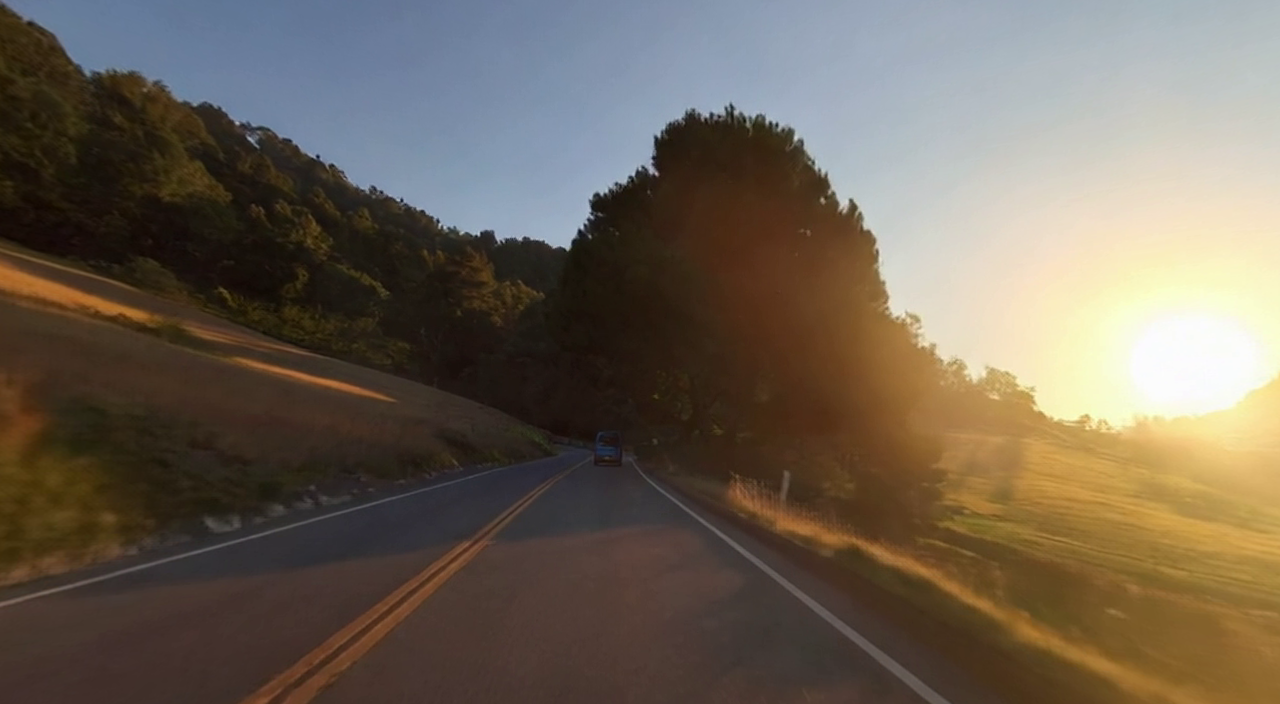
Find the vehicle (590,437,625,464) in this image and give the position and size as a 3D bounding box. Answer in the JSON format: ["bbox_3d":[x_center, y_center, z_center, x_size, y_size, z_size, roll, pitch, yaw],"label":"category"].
[{"bbox_3d":[-2.506,7.442,47.876,2.439,1.912,5.605,1,-9,-4],"label":"vehicle"}]
